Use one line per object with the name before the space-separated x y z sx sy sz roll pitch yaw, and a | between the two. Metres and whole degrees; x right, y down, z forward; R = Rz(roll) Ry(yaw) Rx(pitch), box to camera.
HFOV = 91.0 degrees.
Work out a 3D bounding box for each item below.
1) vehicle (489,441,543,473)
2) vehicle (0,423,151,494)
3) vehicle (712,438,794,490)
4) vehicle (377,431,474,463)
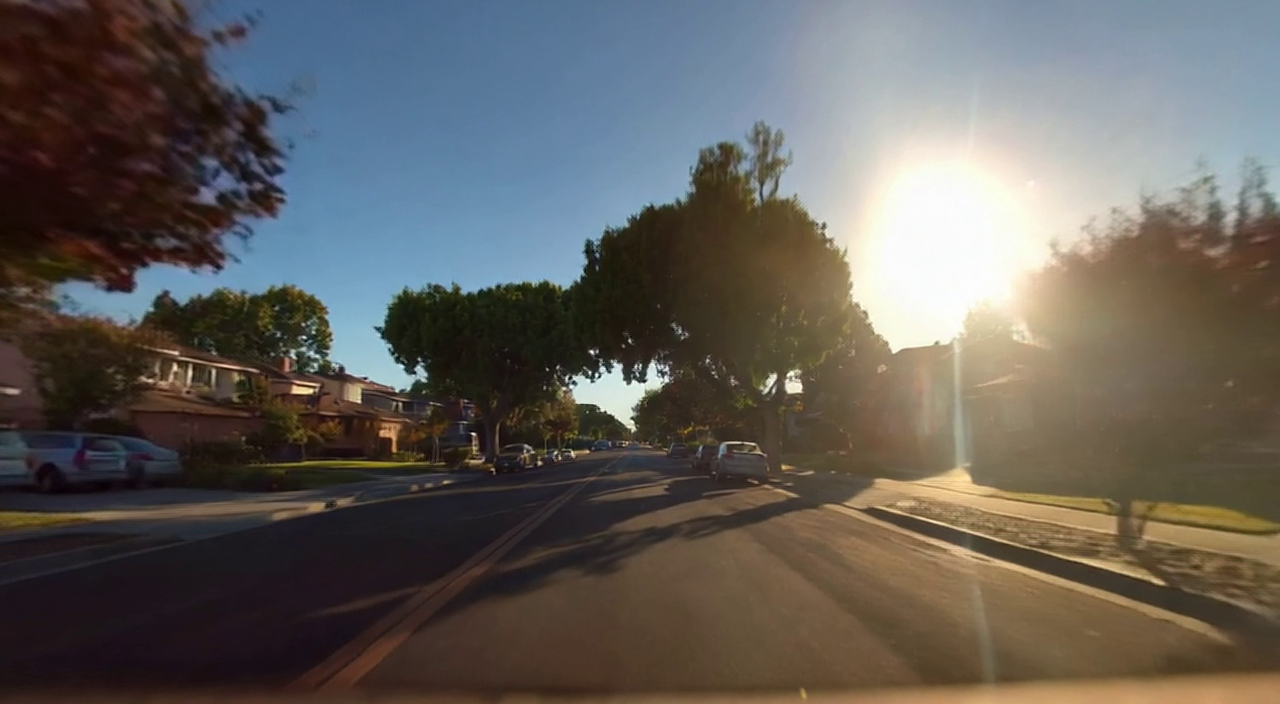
vehicle | -6.531 5.556 33.687 1.985 1.497 4.655 -2 -8 -1
vehicle | -15.509 2.691 16.013 4.369 1.671 1.990 0 -8 -3
vehicle | 3.707 3.748 21.494 1.917 1.569 4.460 0 -8 -1
vehicle | -14.347 6.385 42.337 5.681 2.094 2.344 0 -8 1
